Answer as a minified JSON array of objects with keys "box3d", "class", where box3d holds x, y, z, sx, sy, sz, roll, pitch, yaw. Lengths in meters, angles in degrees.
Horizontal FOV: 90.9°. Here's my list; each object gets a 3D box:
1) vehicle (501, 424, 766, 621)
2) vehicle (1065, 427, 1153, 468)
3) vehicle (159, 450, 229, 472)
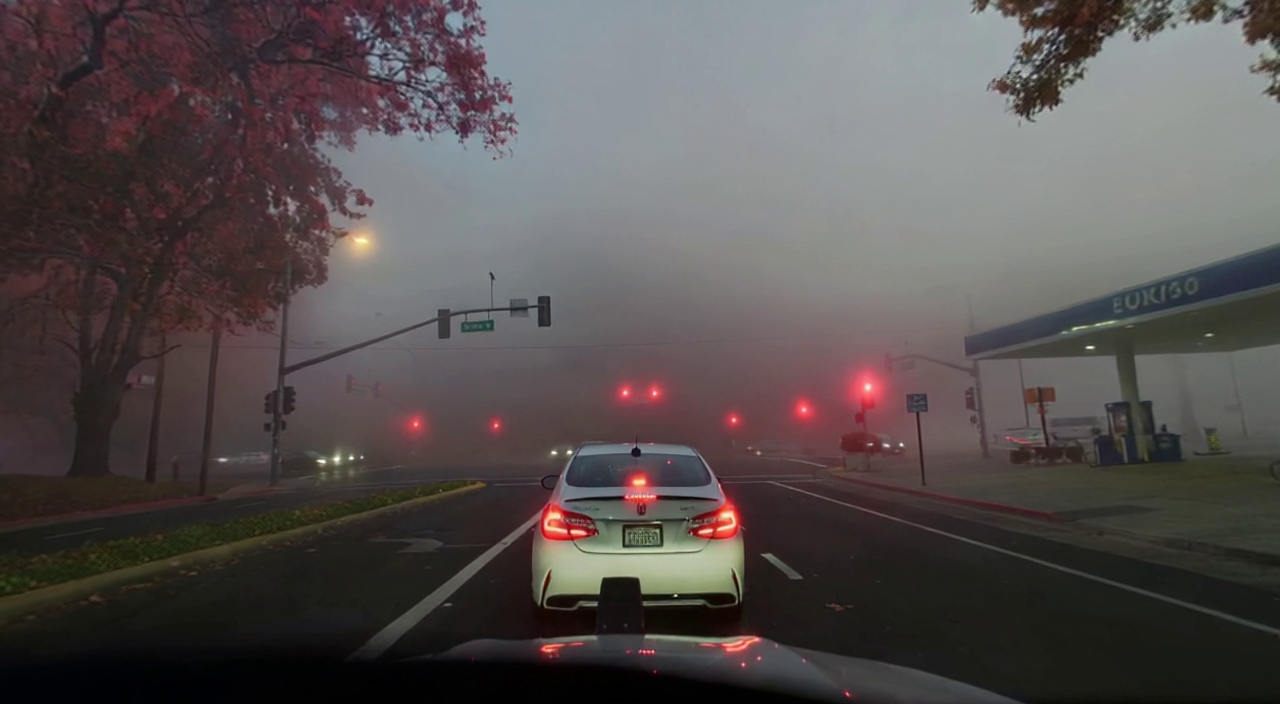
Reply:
[{"box3d":[-0.052,1.601,6.894,2.010,1.482,4.057,0,-8,0],"class":"vehicle"},{"box3d":[18.554,3.754,24.863,4.091,1.495,2.053,8,-12,-44],"class":"vehicle"},{"box3d":[-33.559,8.185,47.451,3.975,1.563,1.755,-1,-8,5],"class":"vehicle"}]
